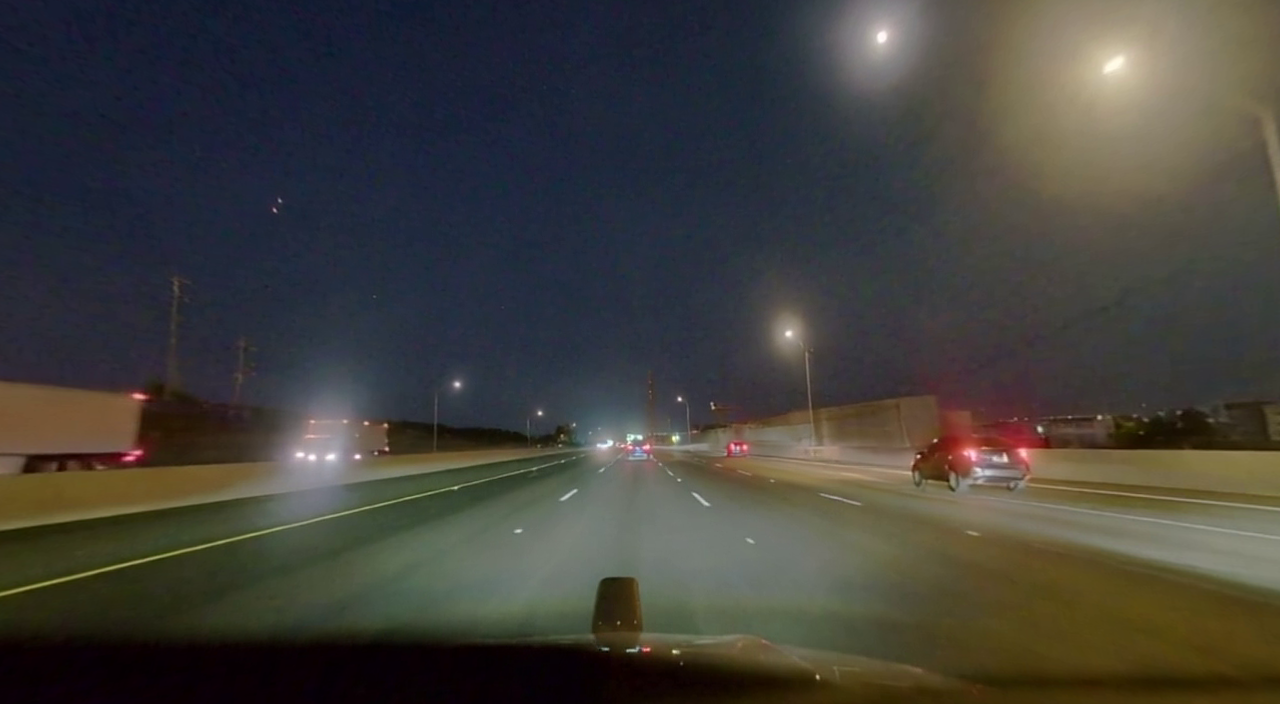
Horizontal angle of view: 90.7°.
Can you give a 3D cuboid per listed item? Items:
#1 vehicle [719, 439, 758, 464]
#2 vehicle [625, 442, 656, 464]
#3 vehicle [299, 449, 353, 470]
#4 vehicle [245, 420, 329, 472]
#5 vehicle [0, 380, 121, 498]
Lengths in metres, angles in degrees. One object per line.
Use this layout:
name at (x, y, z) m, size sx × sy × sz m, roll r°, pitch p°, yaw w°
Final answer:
vehicle at (7.051, 7.190, 45.673) m, size 2.005 × 1.687 × 4.259 m, roll 0°, pitch -8°, yaw -1°
vehicle at (0.023, 7.342, 46.052) m, size 2.109 × 1.489 × 4.027 m, roll 0°, pitch -8°, yaw 0°
vehicle at (-22.967, 7.846, 46.422) m, size 1.953 × 1.461 × 3.902 m, roll 0°, pitch -8°, yaw 0°
vehicle at (-26.984, 7.234, 48.747) m, size 2.994 × 3.687 × 5.869 m, roll 0°, pitch -8°, yaw -1°
vehicle at (-23.240, 2.719, 19.799) m, size 2.802 × 3.982 × 13.268 m, roll 0°, pitch -8°, yaw 0°
